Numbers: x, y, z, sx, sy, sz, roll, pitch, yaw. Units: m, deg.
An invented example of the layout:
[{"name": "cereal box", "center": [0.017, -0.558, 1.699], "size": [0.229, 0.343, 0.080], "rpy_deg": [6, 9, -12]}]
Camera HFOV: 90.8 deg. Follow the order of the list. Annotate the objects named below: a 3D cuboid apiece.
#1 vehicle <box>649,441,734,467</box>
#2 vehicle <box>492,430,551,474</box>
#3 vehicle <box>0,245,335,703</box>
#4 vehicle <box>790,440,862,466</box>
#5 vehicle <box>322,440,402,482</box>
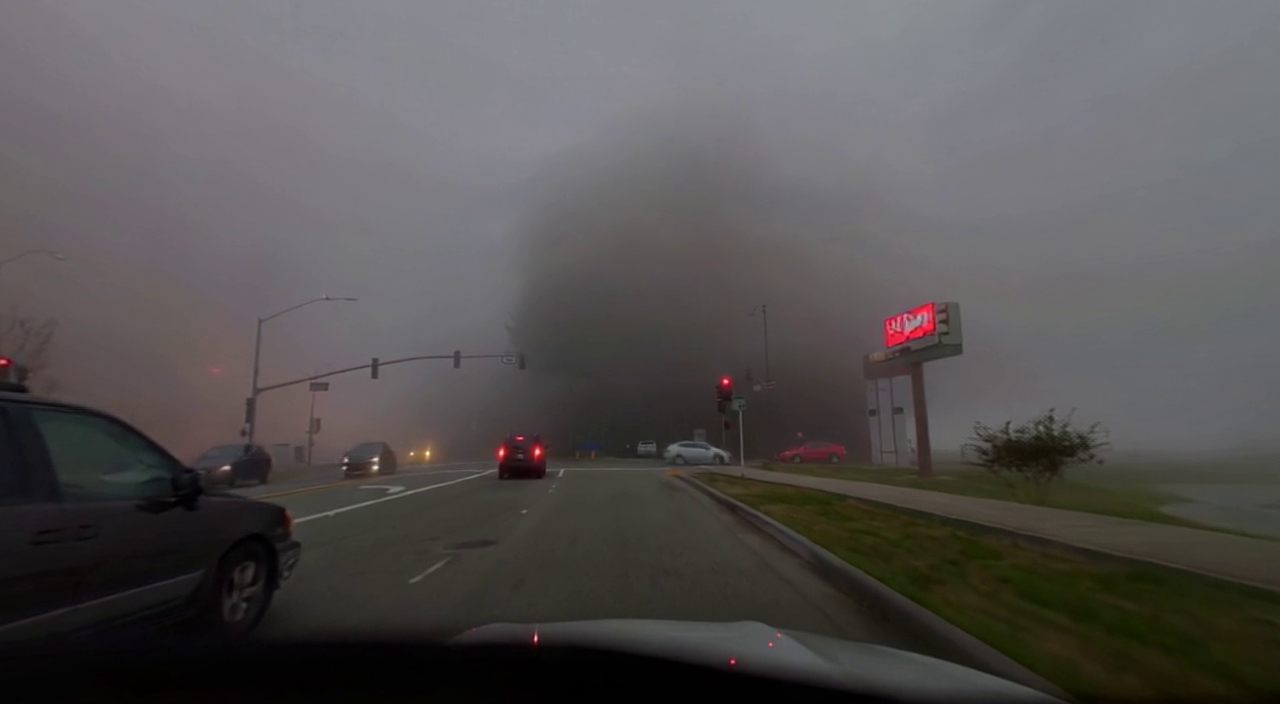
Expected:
[{"name": "vehicle", "center": [3.454, 6.797, 42.393], "size": [5.257, 1.627, 2.161], "rpy_deg": [-4, -10, 27]}, {"name": "vehicle", "center": [-5.236, 4.534, 28.655], "size": [2.134, 1.799, 5.082], "rpy_deg": [1, -9, -5]}, {"name": "vehicle", "center": [-3.437, 0.491, 1.543], "size": [2.509, 1.885, 5.831], "rpy_deg": [0, -9, -1]}, {"name": "vehicle", "center": [13.554, 7.280, 45.924], "size": [4.857, 1.803, 2.147], "rpy_deg": [-3, -8, 19]}, {"name": "vehicle", "center": [-11.654, 4.579, 26.796], "size": [1.925, 1.631, 4.250], "rpy_deg": [1, -9, -7]}]
